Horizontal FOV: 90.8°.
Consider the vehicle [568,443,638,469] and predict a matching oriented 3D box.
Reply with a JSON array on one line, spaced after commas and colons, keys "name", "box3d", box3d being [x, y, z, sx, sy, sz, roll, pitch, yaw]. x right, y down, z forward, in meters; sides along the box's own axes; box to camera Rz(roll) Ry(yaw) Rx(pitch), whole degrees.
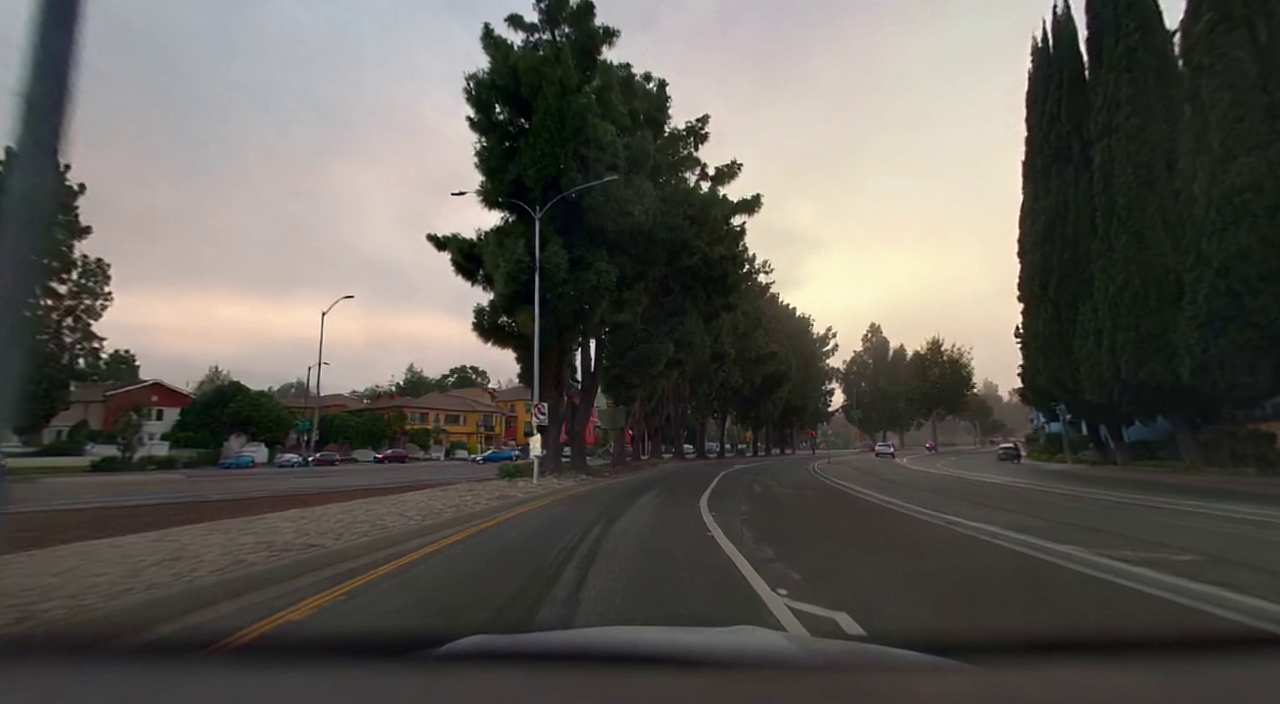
[{"name": "vehicle", "box3d": [-2.218, 6.467, 39.473, 2.081, 1.489, 4.863, -5, -10, 29]}]
